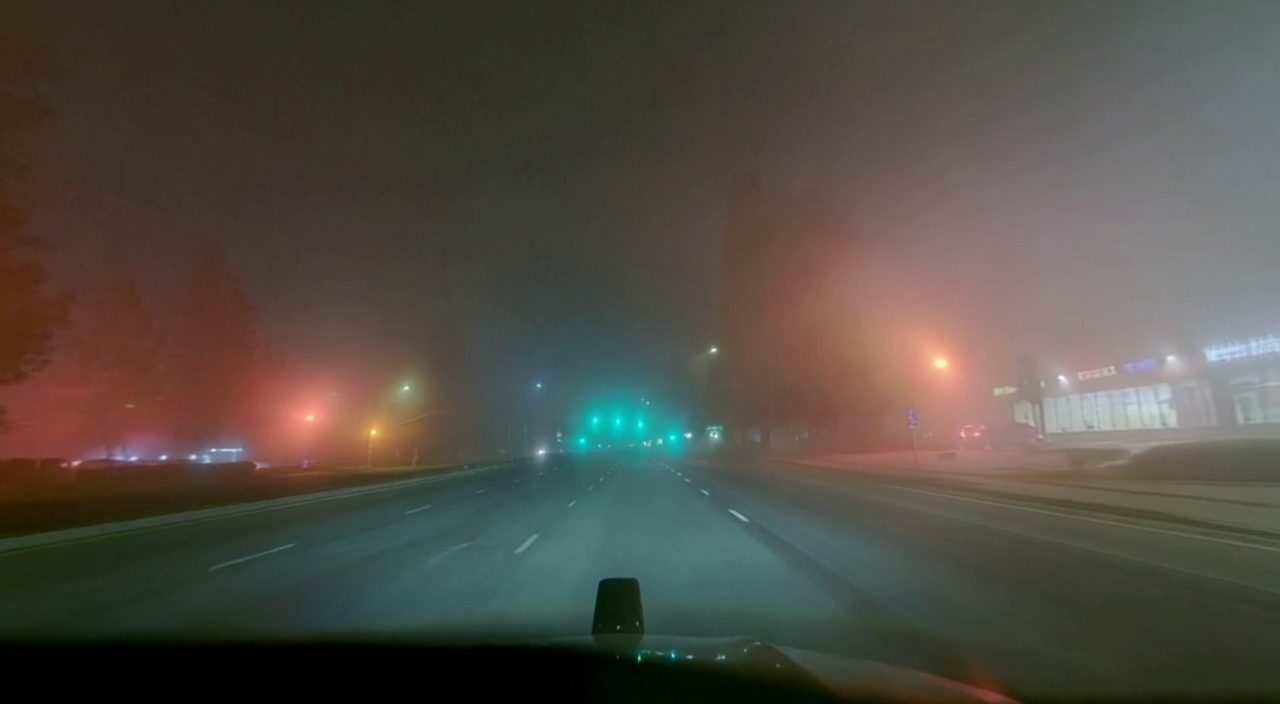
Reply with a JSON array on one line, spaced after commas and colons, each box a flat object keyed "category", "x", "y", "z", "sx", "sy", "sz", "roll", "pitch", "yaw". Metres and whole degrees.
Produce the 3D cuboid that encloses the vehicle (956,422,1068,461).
[{"category": "vehicle", "x": 23.300, "y": 5.613, "z": 39.720, "sx": 5.460, "sy": 1.980, "sz": 2.188, "roll": -5, "pitch": -8, "yaw": 1}]
